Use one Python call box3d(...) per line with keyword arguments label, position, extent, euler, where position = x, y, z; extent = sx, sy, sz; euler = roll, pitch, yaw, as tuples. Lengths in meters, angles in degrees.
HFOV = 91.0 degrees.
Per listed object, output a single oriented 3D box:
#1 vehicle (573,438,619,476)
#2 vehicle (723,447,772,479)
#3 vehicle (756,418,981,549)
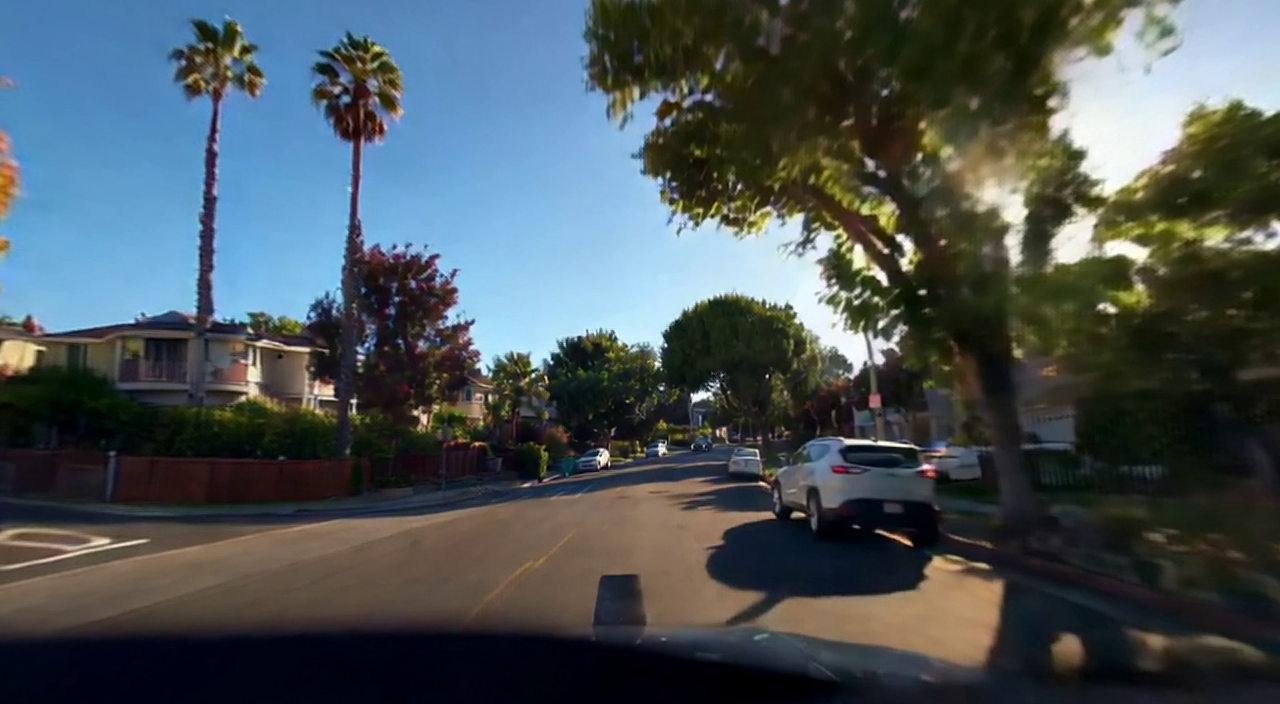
box3d(label="vehicle", position=(-3.084, 7.574, 44.994), extent=(2.053, 1.713, 4.850), euler=(-4, -21, 10))
box3d(label="vehicle", position=(5.193, 5.393, 30.880), extent=(1.942, 1.465, 4.123), euler=(-1, -8, 4))
box3d(label="vehicle", position=(3.670, 2.205, 11.348), extent=(2.197, 1.816, 4.845), euler=(0, -8, 0))
